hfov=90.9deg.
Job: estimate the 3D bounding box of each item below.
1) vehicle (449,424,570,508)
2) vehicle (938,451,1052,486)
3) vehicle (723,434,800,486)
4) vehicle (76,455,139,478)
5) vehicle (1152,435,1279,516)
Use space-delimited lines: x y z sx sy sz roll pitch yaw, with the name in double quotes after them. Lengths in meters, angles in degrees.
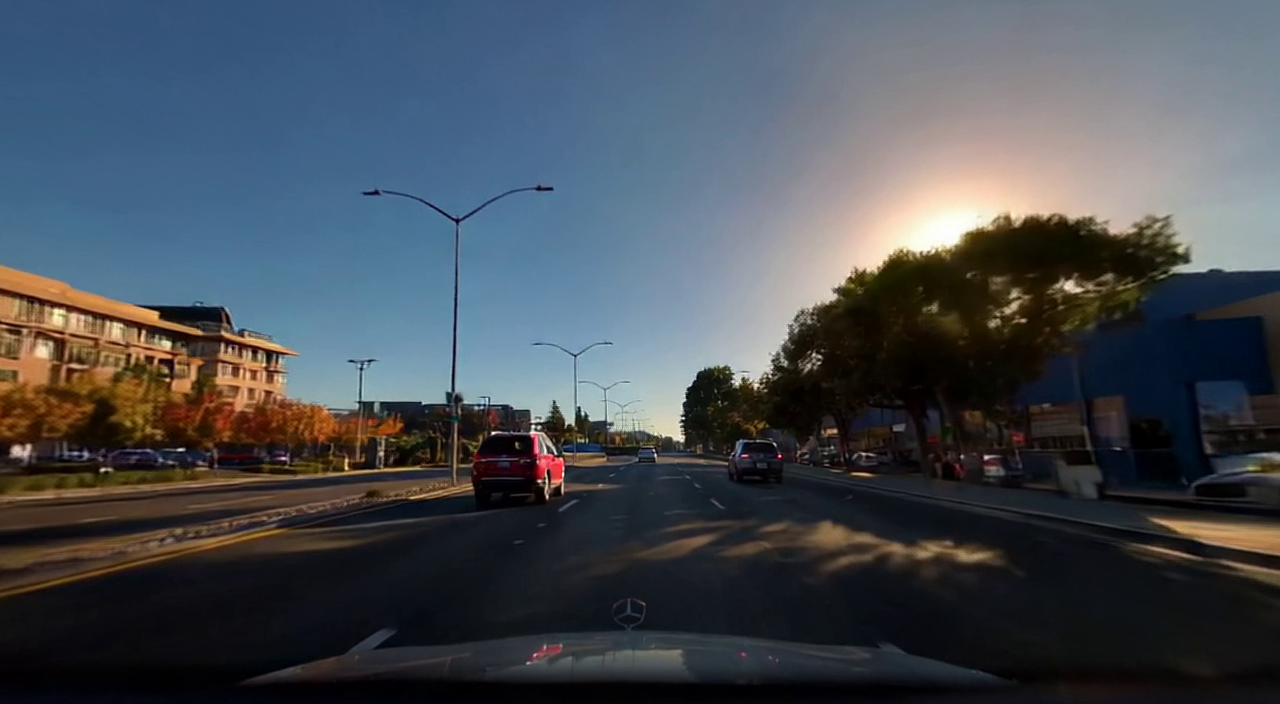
-3.091 2.820 15.991 2.047 1.810 4.414 0 -8 1 "vehicle"
15.790 5.161 28.089 4.133 1.475 1.833 2 -9 -11 "vehicle"
4.518 4.086 24.151 2.083 1.779 4.347 0 -8 0 "vehicle"
-38.191 8.183 45.175 4.355 1.541 1.919 -6 -9 29 "vehicle"
14.865 2.797 14.377 1.932 1.748 4.741 1 -9 -8 "vehicle"
